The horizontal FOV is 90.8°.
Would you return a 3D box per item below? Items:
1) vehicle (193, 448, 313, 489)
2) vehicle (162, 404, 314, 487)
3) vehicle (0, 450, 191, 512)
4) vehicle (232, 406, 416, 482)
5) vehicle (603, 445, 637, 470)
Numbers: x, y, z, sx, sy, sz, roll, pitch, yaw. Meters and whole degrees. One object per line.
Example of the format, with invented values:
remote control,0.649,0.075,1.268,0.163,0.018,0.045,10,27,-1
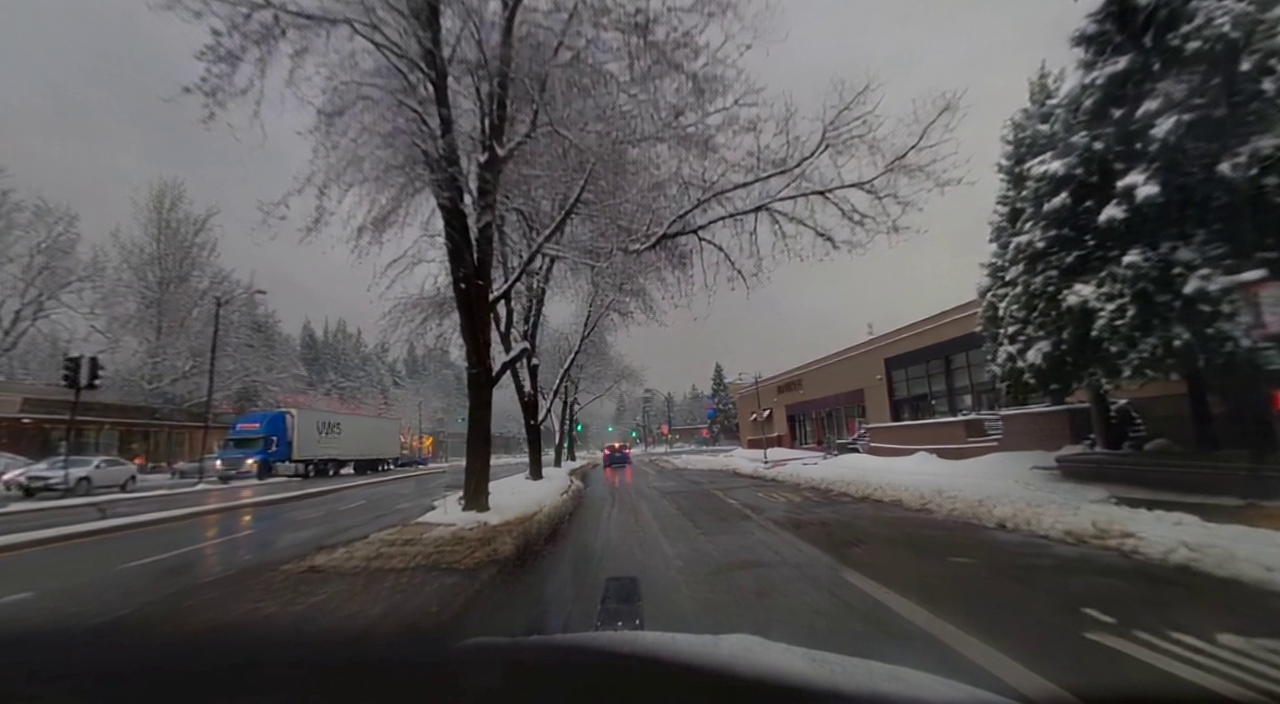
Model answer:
vehicle,-18.419,5.521,30.395,1.988,1.762,4.653,-3,-9,17
vehicle,-21.182,5.003,33.782,3.045,3.961,6.104,-3,-9,16
vehicle,-17.807,4.097,20.657,2.101,1.721,4.587,-3,-9,18
vehicle,-19.182,5.817,39.904,2.792,4.025,11.784,-3,-9,17
vehicle,-1.183,6.563,39.553,2.006,1.470,3.799,0,-9,0
